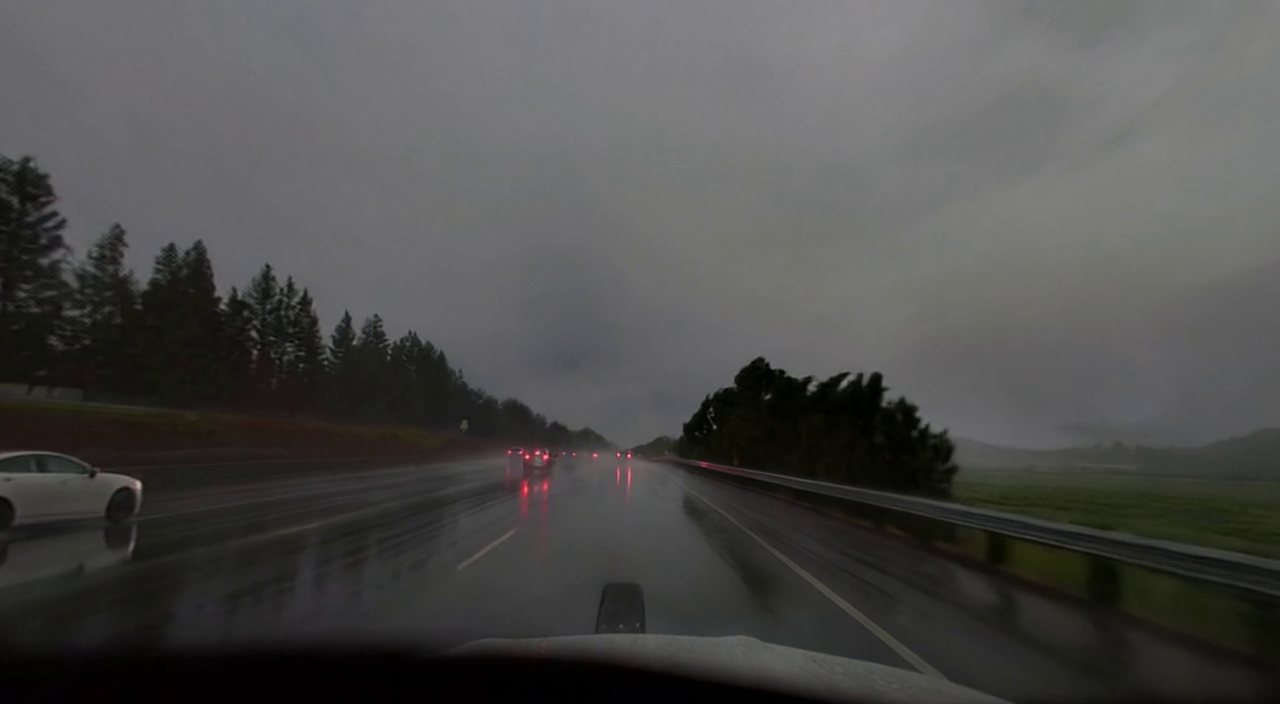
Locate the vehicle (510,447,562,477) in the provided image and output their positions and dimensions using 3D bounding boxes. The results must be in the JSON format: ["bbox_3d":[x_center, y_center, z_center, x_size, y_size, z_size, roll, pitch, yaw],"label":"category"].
[{"bbox_3d":[-5.416,5.767,33.308,2.120,1.458,4.031,0,-9,-1],"label":"vehicle"}]

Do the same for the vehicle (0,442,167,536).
[{"bbox_3d":[-11.235,2.381,11.263,1.960,1.487,4.593,0,-9,0],"label":"vehicle"}]
